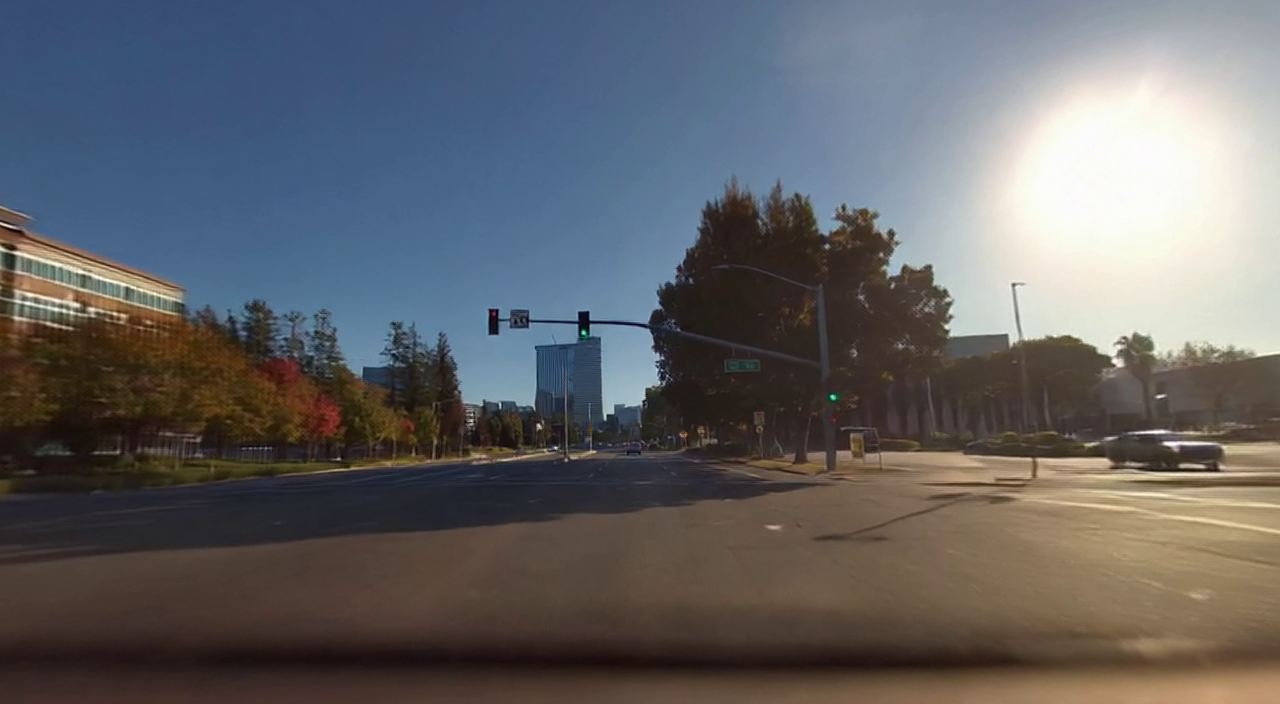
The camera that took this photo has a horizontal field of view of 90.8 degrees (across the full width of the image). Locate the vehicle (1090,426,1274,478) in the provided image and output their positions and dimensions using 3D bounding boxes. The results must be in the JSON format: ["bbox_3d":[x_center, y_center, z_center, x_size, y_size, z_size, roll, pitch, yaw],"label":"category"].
[{"bbox_3d":[23.657,4.438,28.154,2.802,1.992,6.440,-2,-9,5],"label":"vehicle"}]

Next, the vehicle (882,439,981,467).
[{"bbox_3d":[16.077,5.587,34.996,4.483,1.452,1.924,0,-8,-1],"label":"vehicle"}]
